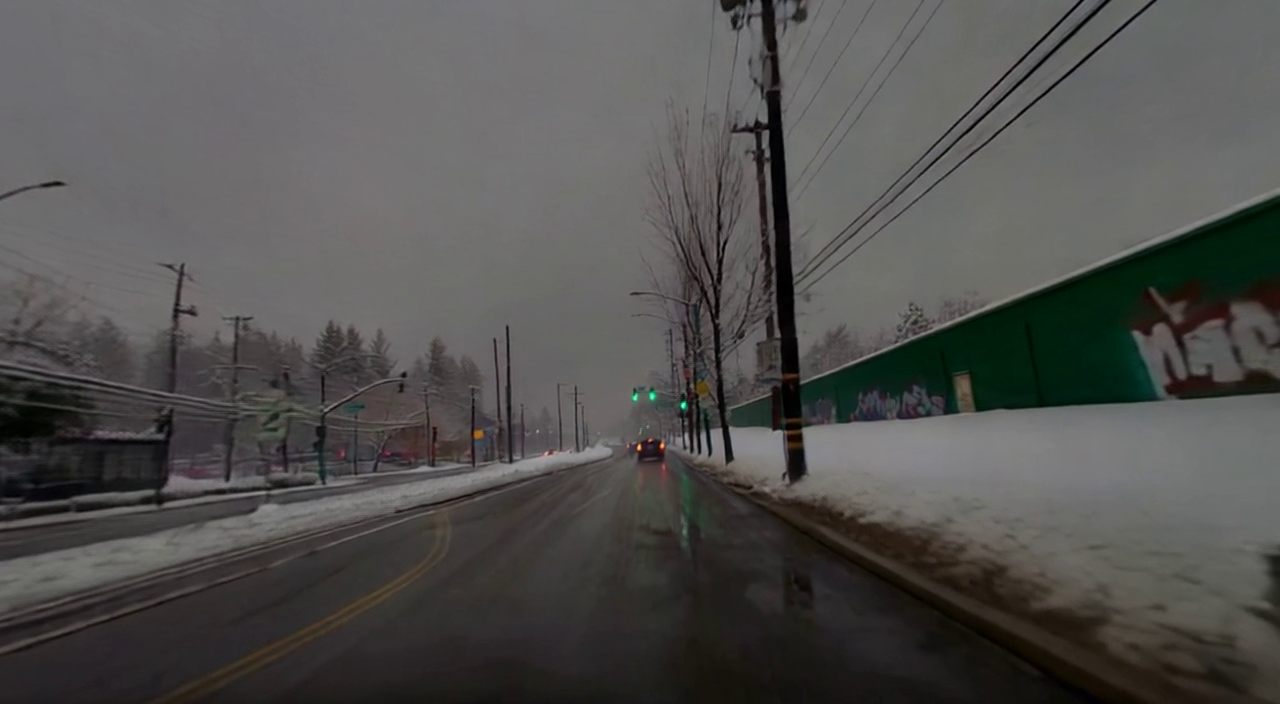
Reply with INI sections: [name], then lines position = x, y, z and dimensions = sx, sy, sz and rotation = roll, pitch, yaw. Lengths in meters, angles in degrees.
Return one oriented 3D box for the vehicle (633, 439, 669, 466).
[vehicle]
position = 0.692, 6.271, 39.552
dimensions = 2.105, 1.611, 3.750
rotation = 0, -8, 1
